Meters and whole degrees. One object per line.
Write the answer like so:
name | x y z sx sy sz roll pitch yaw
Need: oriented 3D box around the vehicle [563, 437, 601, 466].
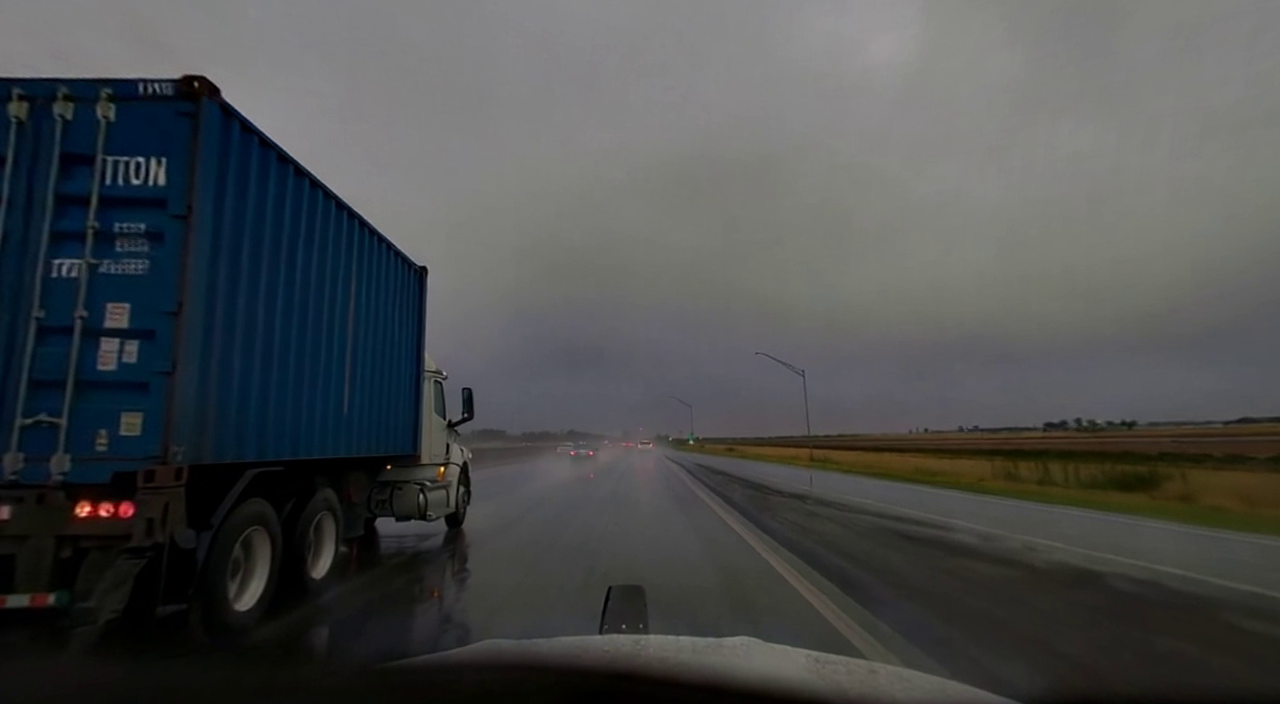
vehicle | -3.606 6.290 40.047 1.995 1.745 4.187 0 -8 1

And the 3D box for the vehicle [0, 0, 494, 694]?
vehicle | -4.064 0.296 7.087 2.987 3.868 7.576 0 -8 0
